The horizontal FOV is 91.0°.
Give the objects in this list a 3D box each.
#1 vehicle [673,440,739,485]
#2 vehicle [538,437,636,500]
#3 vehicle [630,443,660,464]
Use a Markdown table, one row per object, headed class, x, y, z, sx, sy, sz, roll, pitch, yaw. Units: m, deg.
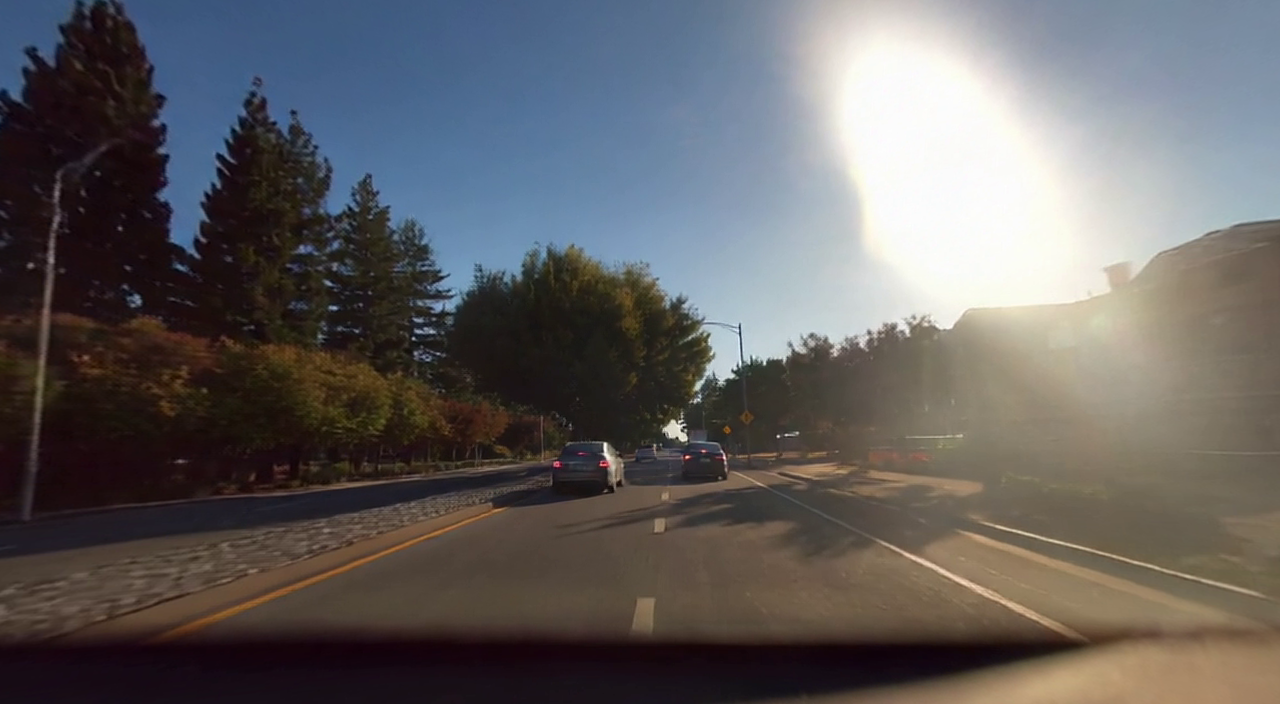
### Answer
| class | x | y | z | sx | sy | sz | roll | pitch | yaw |
| --- | --- | --- | --- | --- | --- | --- | --- | --- | --- |
| vehicle | 2.238 | 3.869 | 22.401 | 2.065 | 1.456 | 4.099 | 0 | -8 | 2 |
| vehicle | -1.283 | 3.111 | 17.281 | 2.030 | 1.467 | 4.403 | -1 | -8 | 4 |
| vehicle | 0.428 | 7.642 | 47.611 | 2.114 | 1.500 | 3.912 | 0 | -8 | 3 |
